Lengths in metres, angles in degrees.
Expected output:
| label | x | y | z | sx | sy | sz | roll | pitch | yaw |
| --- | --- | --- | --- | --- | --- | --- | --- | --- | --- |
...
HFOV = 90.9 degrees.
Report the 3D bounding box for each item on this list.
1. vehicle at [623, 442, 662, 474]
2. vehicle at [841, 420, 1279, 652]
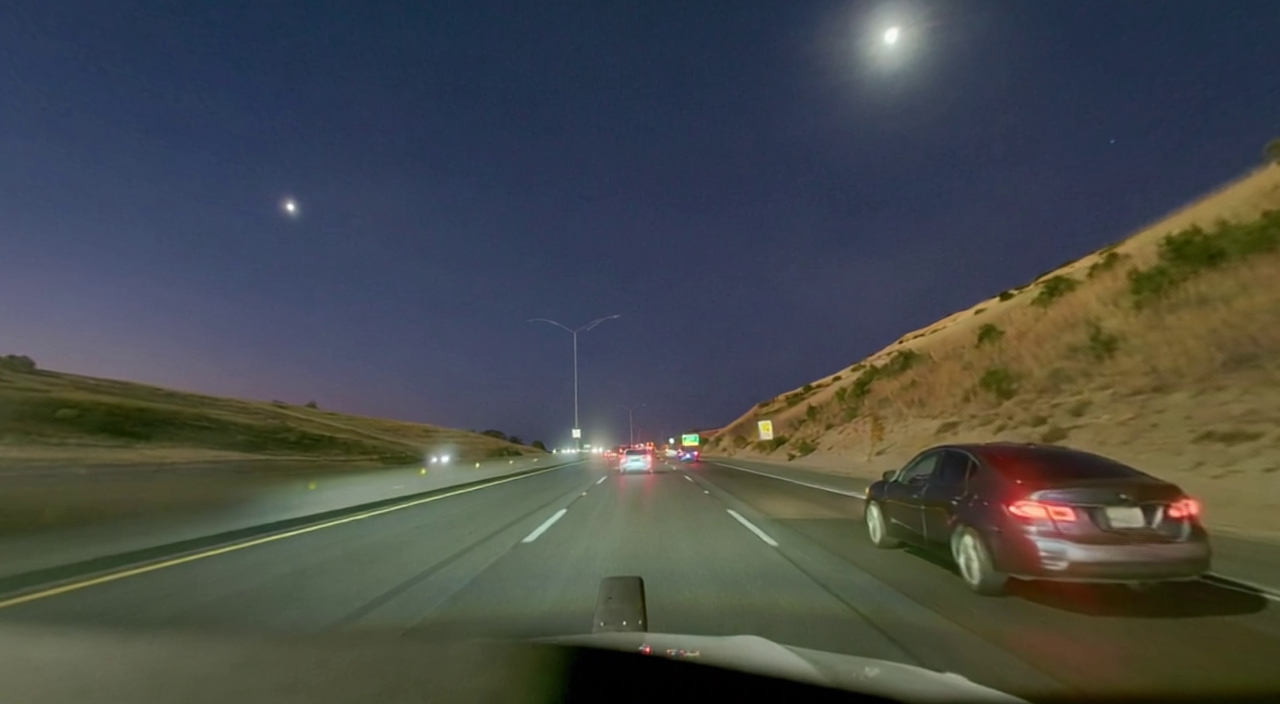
| label | x | y | z | sx | sy | sz | roll | pitch | yaw |
| --- | --- | --- | --- | --- | --- | --- | --- | --- | --- |
| vehicle | 0.163 | 5.684 | 34.163 | 1.986 | 1.576 | 4.312 | 0 | -8 | 1 |
| vehicle | 3.798 | 1.529 | 6.404 | 2.020 | 1.500 | 4.416 | 0 | -8 | 0 |
